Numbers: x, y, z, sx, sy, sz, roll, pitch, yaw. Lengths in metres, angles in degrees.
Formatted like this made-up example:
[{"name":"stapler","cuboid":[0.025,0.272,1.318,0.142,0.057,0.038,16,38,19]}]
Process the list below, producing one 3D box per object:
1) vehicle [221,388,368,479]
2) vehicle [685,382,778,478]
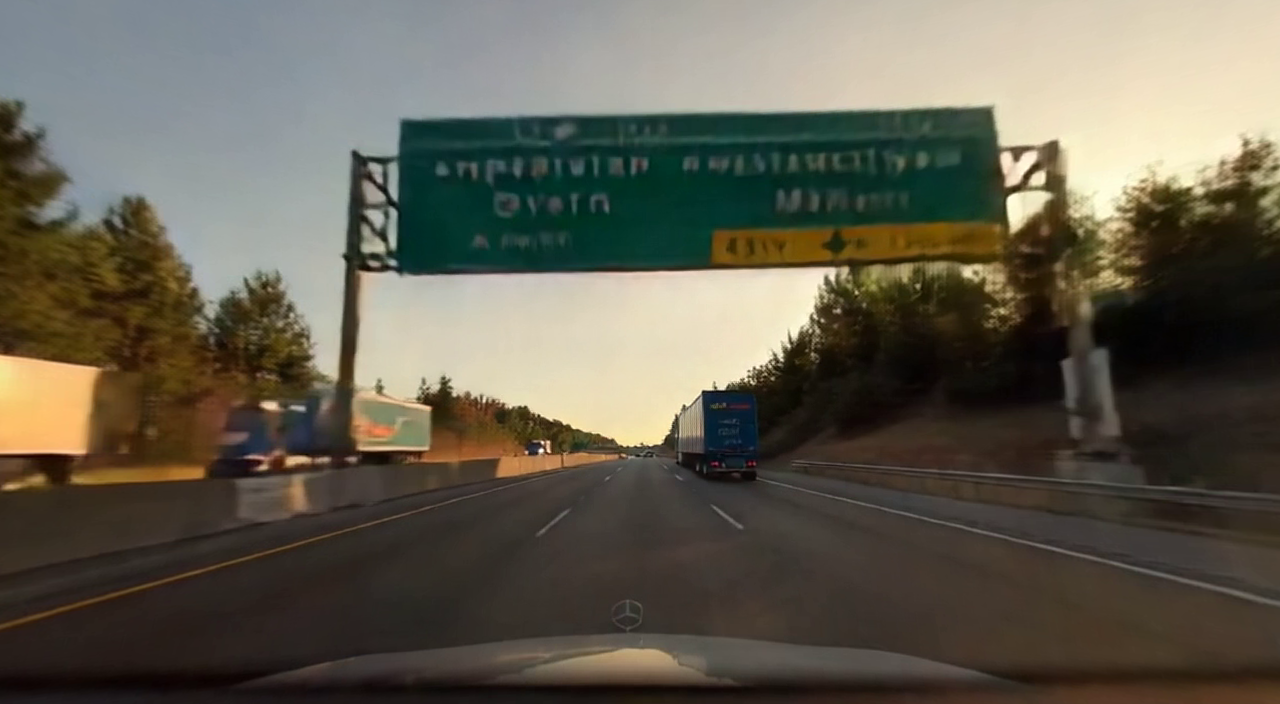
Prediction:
[{"name":"vehicle","cuboid":[-14.915,3.666,27.871,2.998,3.583,5.940,0,-9,0]},{"name":"vehicle","cuboid":[4.428,4.380,33.872,2.784,4.080,13.516,-1,-9,-1]}]
